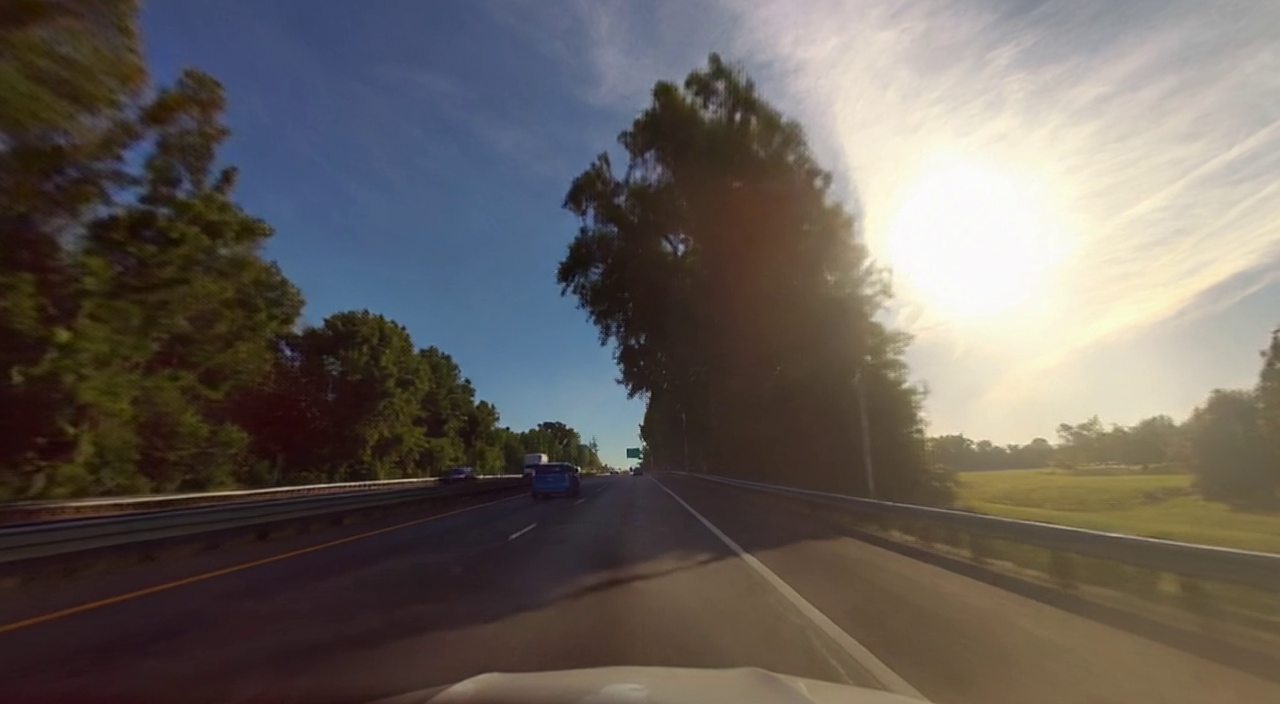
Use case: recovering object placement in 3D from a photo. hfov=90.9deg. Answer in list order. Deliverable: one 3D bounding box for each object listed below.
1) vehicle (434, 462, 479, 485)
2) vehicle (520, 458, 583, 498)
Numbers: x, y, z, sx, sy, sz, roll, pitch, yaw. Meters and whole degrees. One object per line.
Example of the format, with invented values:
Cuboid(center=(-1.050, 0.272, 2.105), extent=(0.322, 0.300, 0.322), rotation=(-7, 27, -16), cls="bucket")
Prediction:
Cuboid(center=(-13.173, 8.724, 45.425), extent=(1.885, 1.534, 4.116), rotation=(0, -10, 1), cls="vehicle")
Cuboid(center=(-3.829, 5.545, 27.943), extent=(2.081, 1.586, 4.245), rotation=(0, -10, 1), cls="vehicle")
